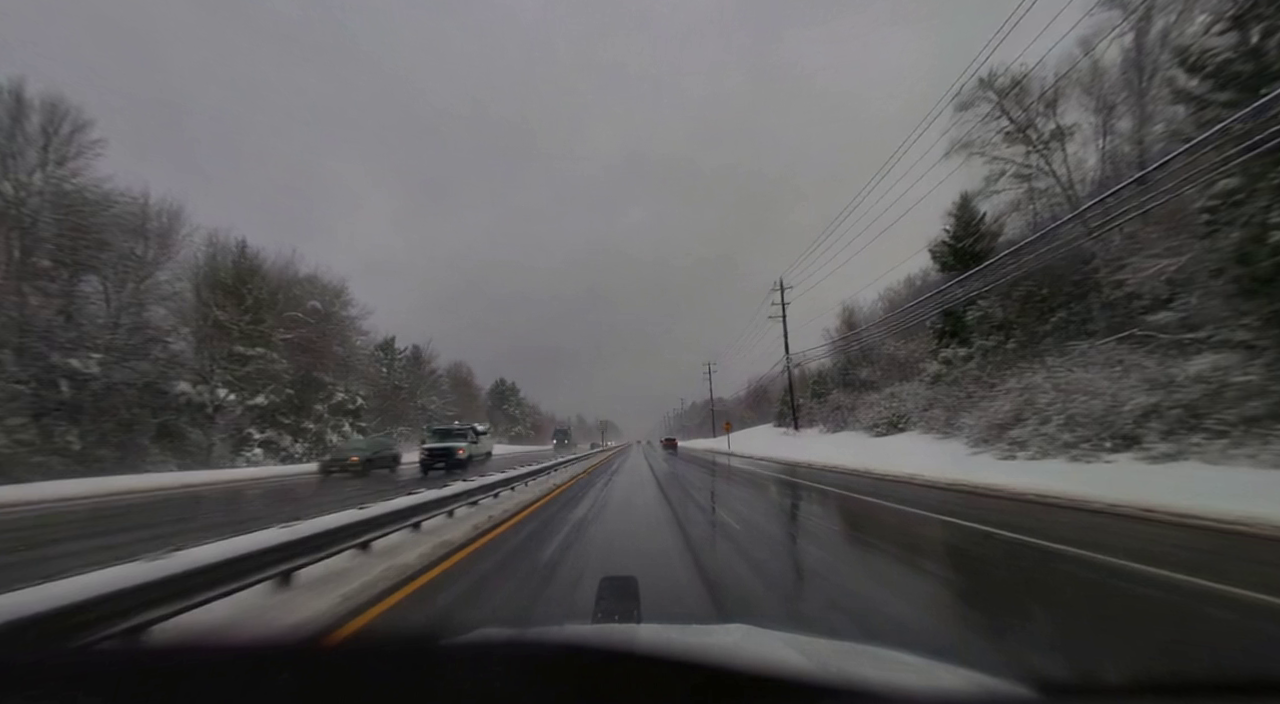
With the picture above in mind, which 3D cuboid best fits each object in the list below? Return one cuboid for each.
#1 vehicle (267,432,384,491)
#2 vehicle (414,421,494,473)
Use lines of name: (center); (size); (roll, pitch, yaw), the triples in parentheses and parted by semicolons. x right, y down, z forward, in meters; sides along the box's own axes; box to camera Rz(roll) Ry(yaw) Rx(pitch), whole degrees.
vehicle: (-11.119, 3.882, 22.684); (1.922, 1.863, 4.506); (0, -8, -1)
vehicle: (-7.723, 3.983, 26.599); (1.994, 1.985, 4.524); (-1, -8, 0)
